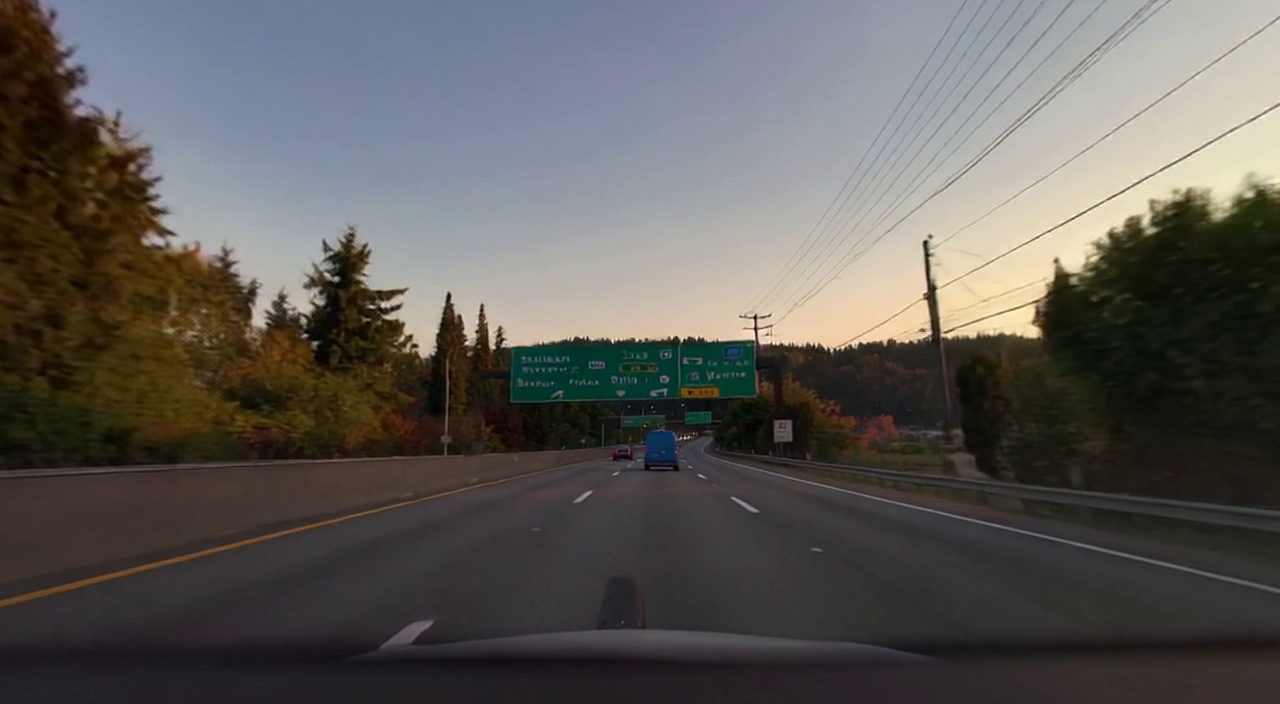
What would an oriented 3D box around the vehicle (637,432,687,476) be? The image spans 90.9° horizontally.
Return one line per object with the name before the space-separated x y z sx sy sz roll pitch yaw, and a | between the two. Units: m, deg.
vehicle | 1.087 4.986 31.023 2.261 1.969 5.104 0 -9 2
